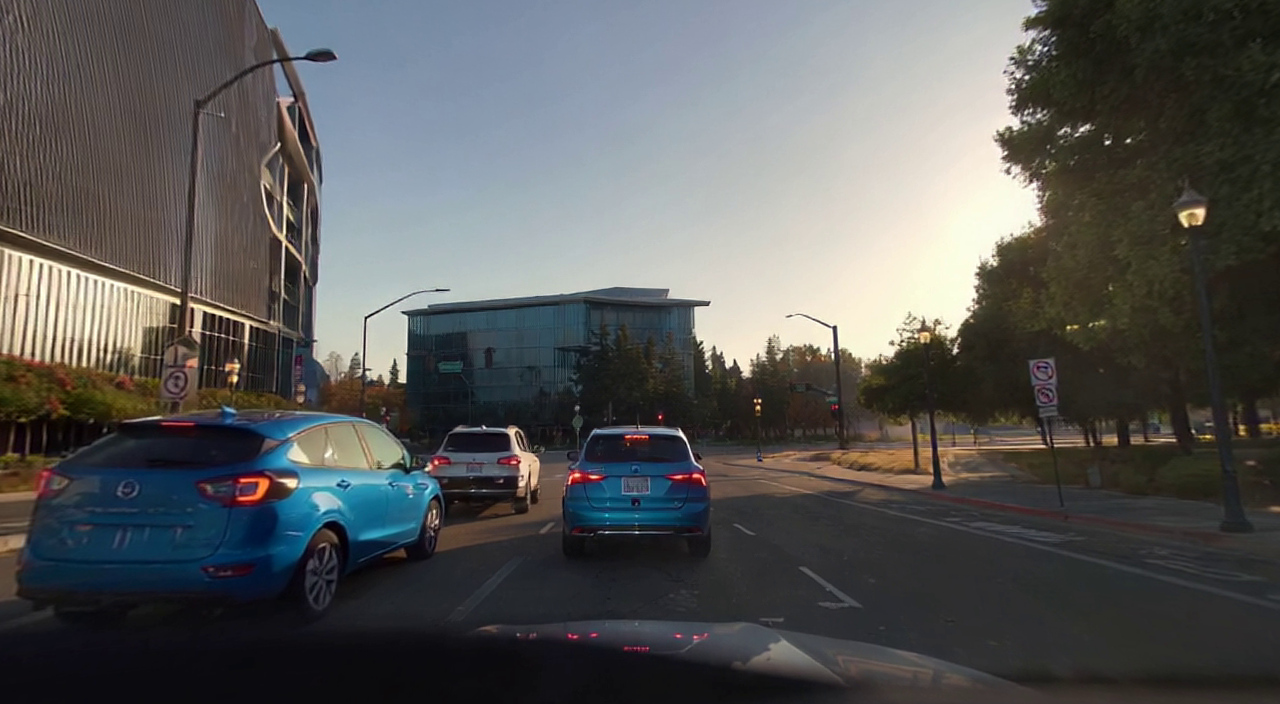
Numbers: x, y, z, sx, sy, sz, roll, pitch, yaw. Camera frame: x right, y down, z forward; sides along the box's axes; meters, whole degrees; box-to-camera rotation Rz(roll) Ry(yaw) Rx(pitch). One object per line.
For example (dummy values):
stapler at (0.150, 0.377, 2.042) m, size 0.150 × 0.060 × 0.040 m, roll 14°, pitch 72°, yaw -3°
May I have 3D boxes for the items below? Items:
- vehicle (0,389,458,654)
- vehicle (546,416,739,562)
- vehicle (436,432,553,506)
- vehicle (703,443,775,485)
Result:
vehicle at (-3.560, 1.415, 6.338) m, size 2.083 × 1.691 × 4.398 m, roll 0°, pitch -8°, yaw 1°
vehicle at (0.006, 1.879, 9.397) m, size 2.207 × 1.659 × 4.155 m, roll 0°, pitch -8°, yaw -1°
vehicle at (-3.616, 2.992, 16.585) m, size 2.068 × 1.678 × 4.199 m, roll 0°, pitch -8°, yaw 0°
vehicle at (3.716, 4.265, 24.460) m, size 2.082 × 1.445 × 4.426 m, roll 0°, pitch -8°, yaw 0°
